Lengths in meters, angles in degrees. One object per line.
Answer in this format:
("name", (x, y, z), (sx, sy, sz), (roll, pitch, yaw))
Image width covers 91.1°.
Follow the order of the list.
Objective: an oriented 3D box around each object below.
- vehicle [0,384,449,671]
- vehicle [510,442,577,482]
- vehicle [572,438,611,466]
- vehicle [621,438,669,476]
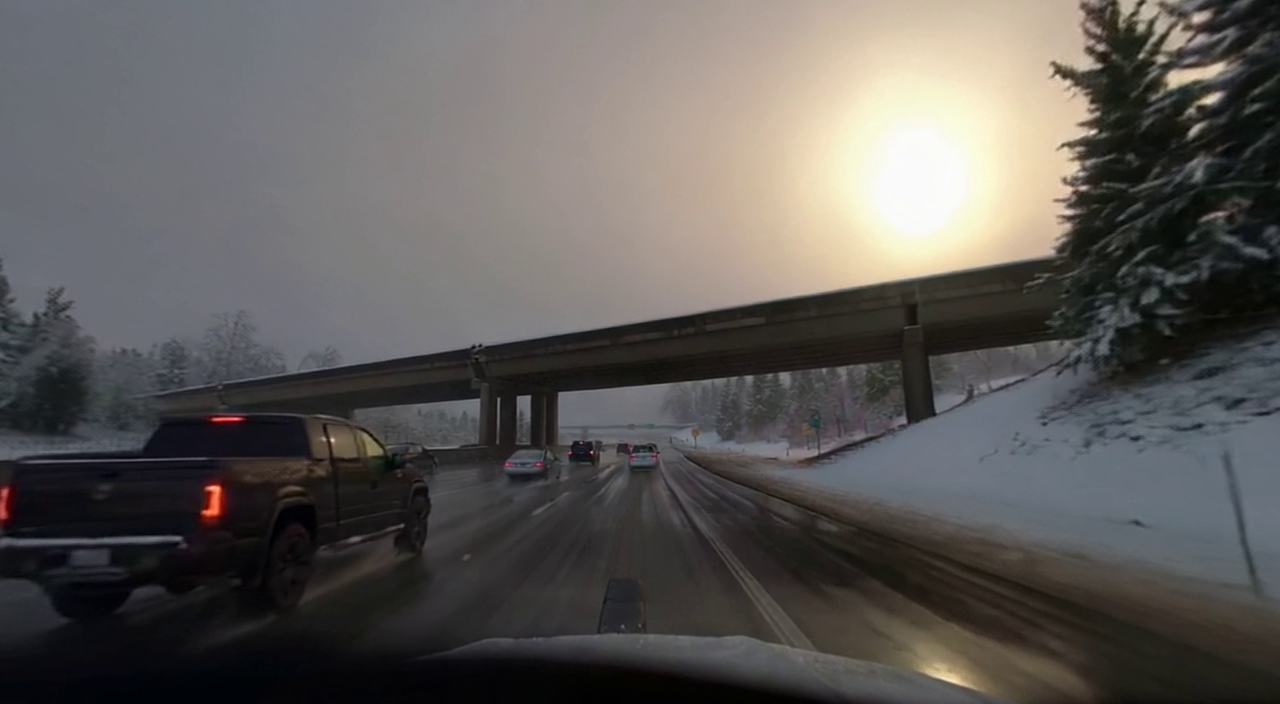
("vehicle", (-3.685, 1.401, 6.188), (2.161, 1.759, 4.482), (0, -8, 0))
("vehicle", (-3.879, 4.478, 25.945), (1.997, 1.490, 4.471), (0, -8, 1))
("vehicle", (-3.304, 6.877, 43.499), (2.237, 1.841, 4.683), (0, -8, 1))
("vehicle", (0.232, 5.026, 30.429), (2.160, 1.678, 4.178), (0, -8, 0))
